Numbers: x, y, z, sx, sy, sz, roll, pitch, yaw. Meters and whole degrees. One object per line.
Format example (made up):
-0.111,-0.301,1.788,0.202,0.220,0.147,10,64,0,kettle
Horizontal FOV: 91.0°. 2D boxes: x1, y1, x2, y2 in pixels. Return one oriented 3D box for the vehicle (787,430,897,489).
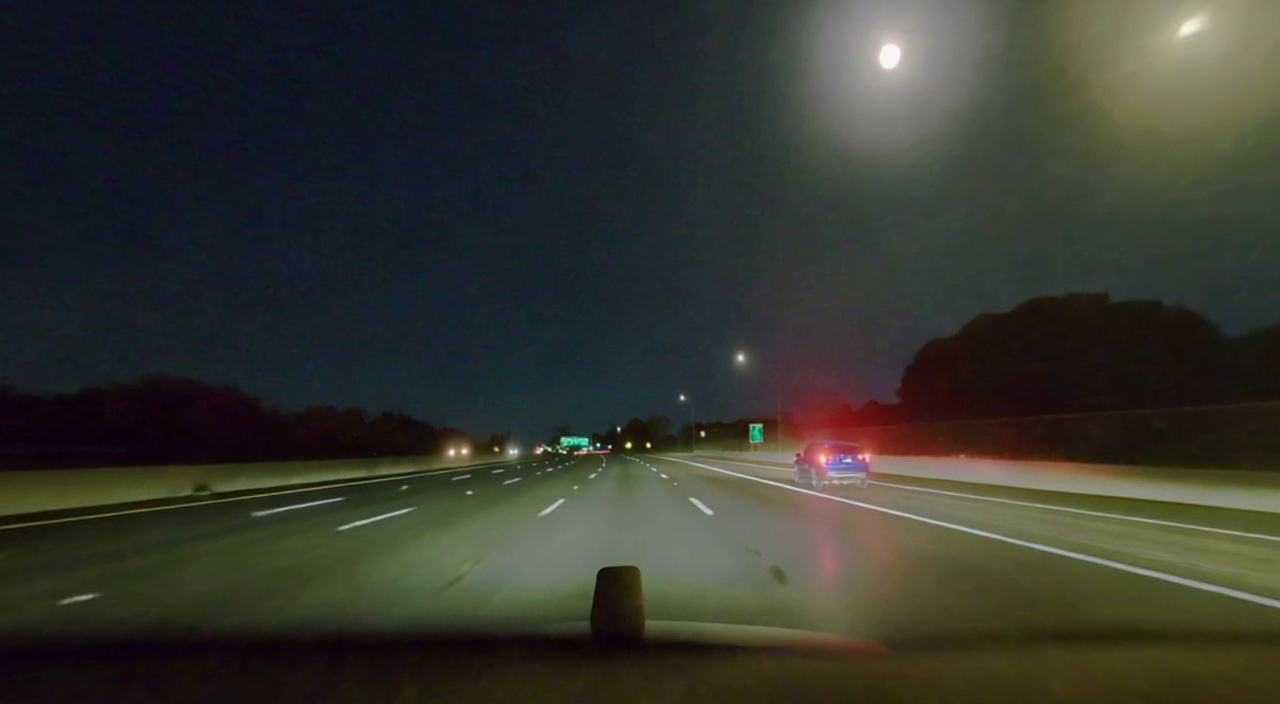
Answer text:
6.515,3.519,20.907,2.091,1.711,4.383,0,-9,-1,vehicle
